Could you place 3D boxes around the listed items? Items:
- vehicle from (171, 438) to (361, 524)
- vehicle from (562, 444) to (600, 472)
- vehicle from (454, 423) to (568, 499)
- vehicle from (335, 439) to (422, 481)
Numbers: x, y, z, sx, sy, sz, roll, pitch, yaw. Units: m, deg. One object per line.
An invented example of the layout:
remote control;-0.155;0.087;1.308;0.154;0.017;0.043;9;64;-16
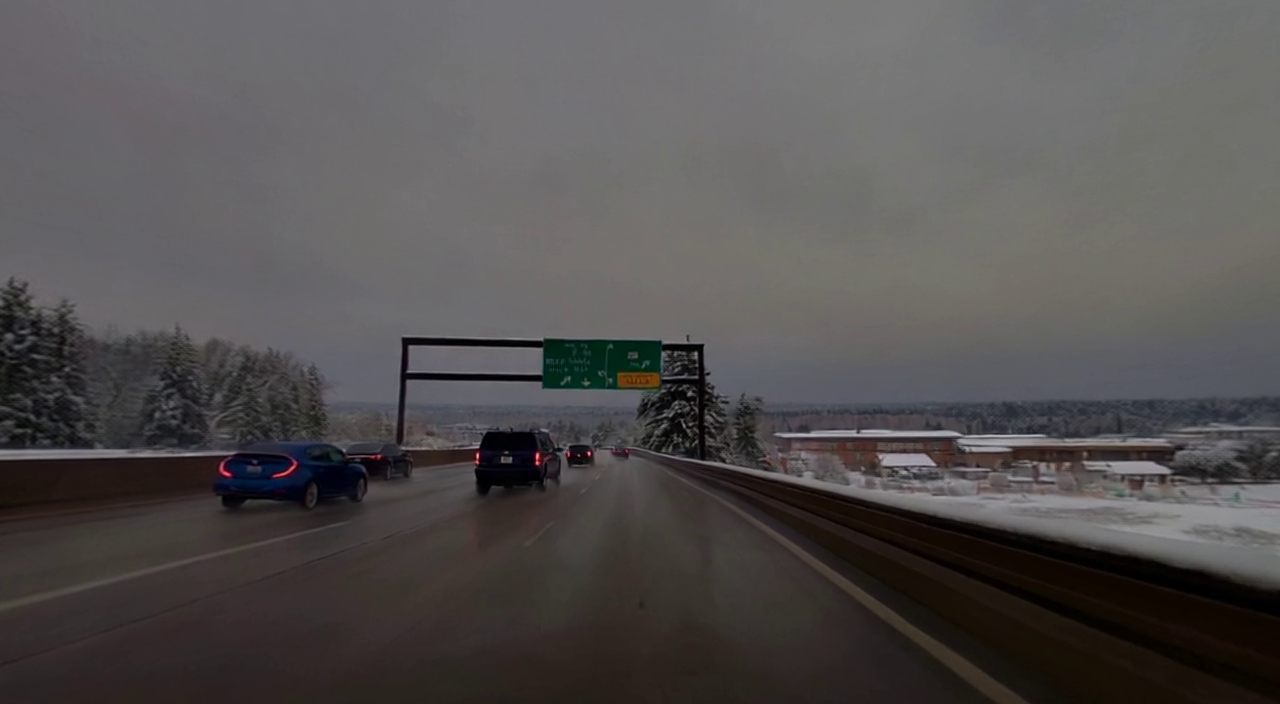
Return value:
vehicle;-7.424;2.542;12.966;1.796;1.509;3.393;0;-8;0
vehicle;-3.519;6.426;38.453;1.955;1.614;3.817;0;-8;0
vehicle;-3.702;3.251;19.293;2.301;1.985;5.247;0;-8;1
vehicle;-11.334;4.696;27.656;1.919;1.665;4.394;0;-8;0
